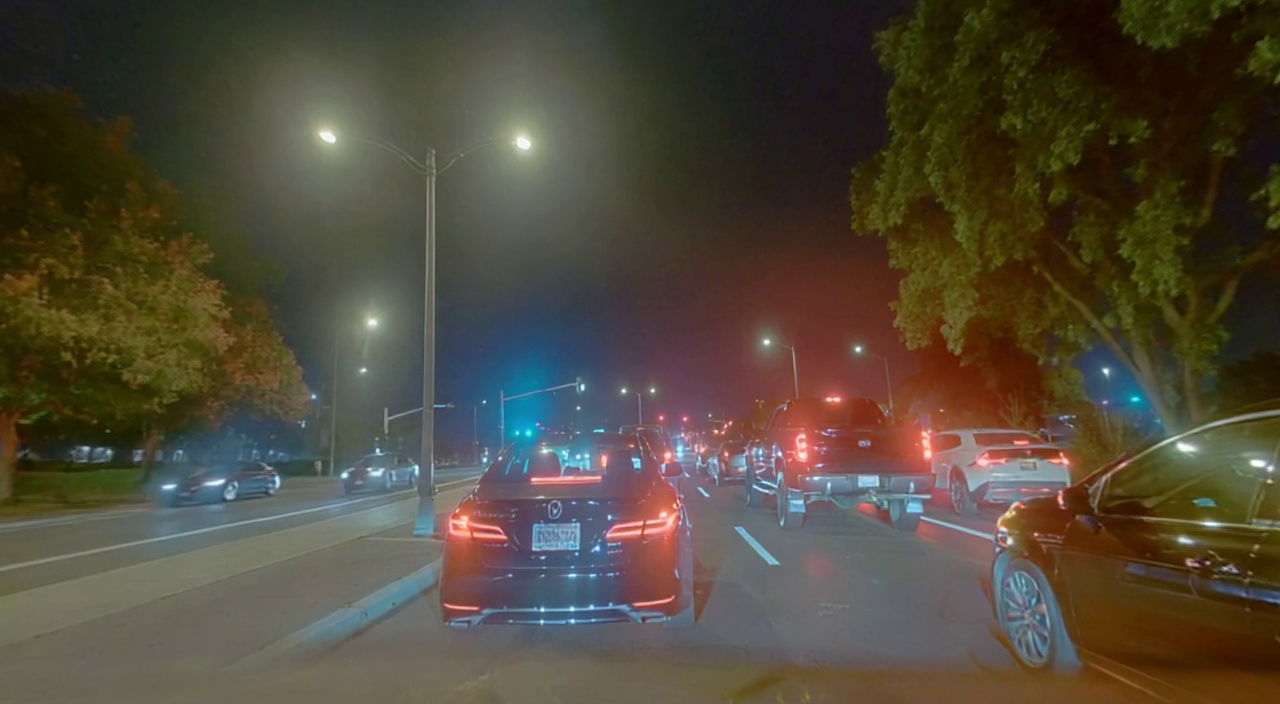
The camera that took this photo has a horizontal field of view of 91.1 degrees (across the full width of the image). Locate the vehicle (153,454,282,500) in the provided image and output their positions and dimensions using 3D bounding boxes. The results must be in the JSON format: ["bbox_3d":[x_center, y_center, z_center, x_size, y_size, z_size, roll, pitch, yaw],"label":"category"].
[{"bbox_3d":[-16.170,4.751,24.319,1.966,1.563,4.203,0,-9,2],"label":"vehicle"}]

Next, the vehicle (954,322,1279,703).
[{"bbox_3d":[3.161,0.754,2.071,1.982,1.709,4.427,0,-9,1],"label":"vehicle"}]

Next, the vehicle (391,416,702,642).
[{"bbox_3d":[-0.578,1.500,6.335,2.111,1.506,4.018,0,-9,2],"label":"vehicle"}]

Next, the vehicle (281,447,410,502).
[{"bbox_3d":[-9.290,3.866,20.297,1.925,1.524,4.440,0,-9,2],"label":"vehicle"}]

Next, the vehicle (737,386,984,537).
[{"bbox_3d":[3.518,1.956,11.705,2.444,2.098,5.766,0,-8,-1],"label":"vehicle"}]
